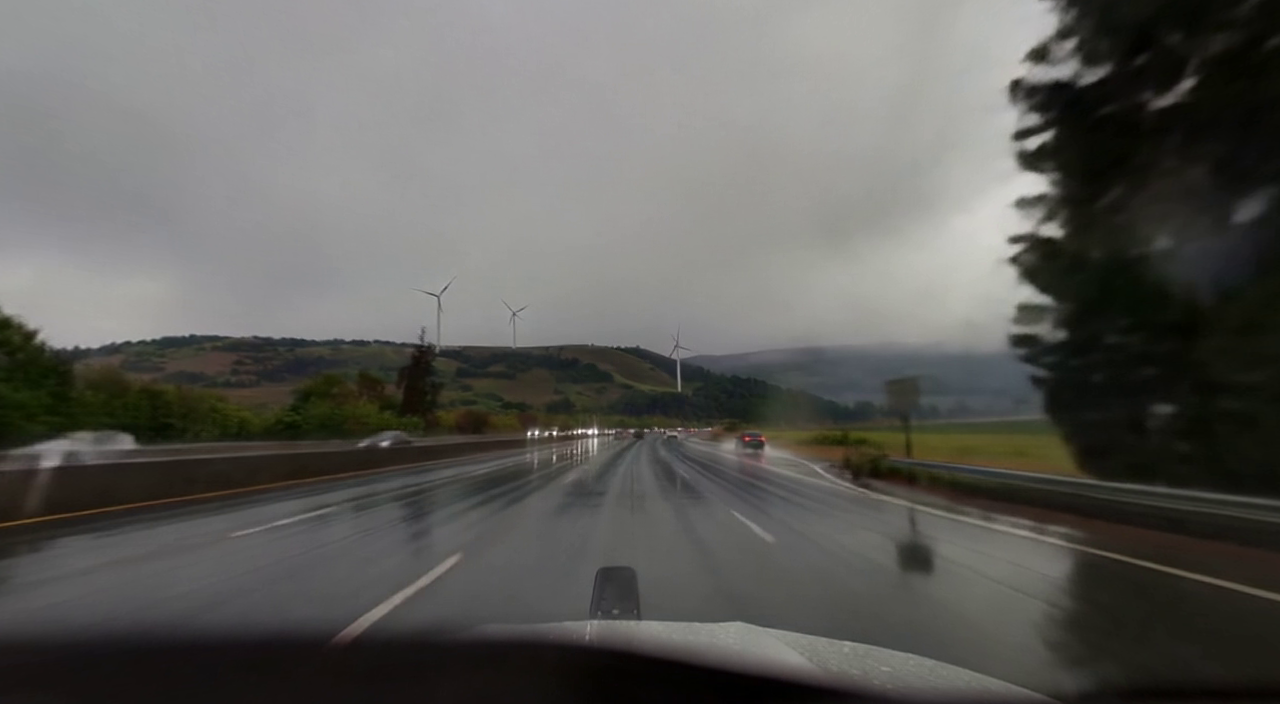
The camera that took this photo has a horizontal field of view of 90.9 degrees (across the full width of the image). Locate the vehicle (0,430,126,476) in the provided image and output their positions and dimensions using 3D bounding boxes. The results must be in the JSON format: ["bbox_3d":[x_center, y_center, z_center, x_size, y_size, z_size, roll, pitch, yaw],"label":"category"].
[{"bbox_3d":[-23.329,3.923,24.930,2.087,1.633,4.555,0,-8,-1],"label":"vehicle"}]

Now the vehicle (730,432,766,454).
[{"bbox_3d":[8.013,6.753,46.888,1.926,1.559,2.968,1,-8,-6],"label":"vehicle"}]

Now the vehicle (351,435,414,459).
[{"bbox_3d":[-16.156,5.954,39.774,1.880,1.413,4.807,0,-8,1],"label":"vehicle"}]
